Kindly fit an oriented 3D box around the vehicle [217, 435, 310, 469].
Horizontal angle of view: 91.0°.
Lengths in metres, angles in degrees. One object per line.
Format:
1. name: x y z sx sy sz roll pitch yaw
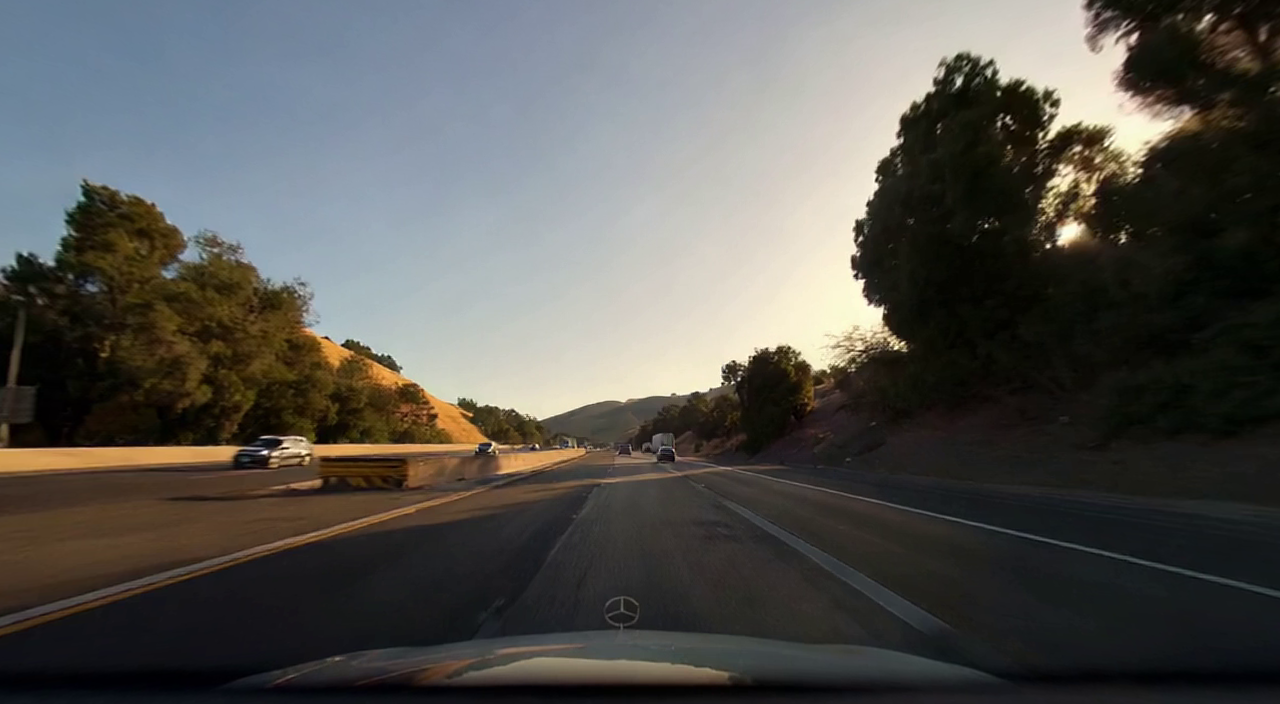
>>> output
1. vehicle: -20.334 5.412 34.312 2.064 1.686 4.749 0 -8 1
